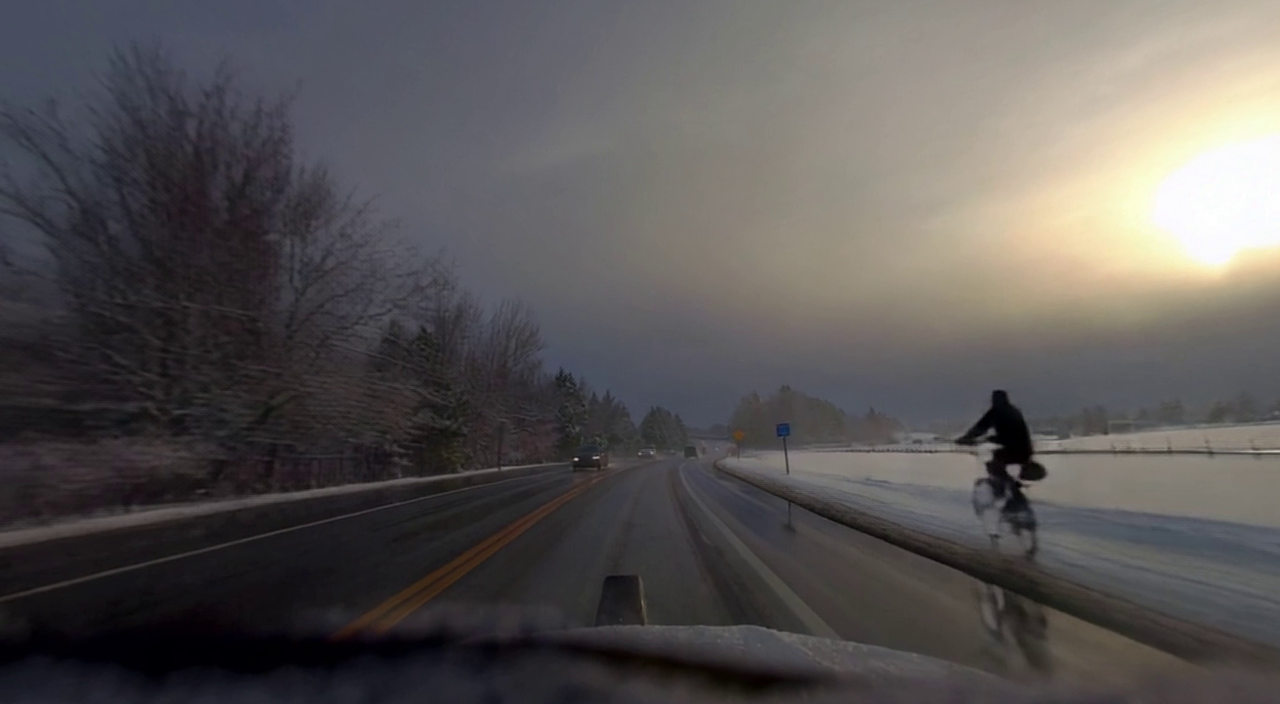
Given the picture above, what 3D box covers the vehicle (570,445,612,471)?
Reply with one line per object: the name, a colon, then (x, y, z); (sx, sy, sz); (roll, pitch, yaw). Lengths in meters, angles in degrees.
vehicle: (-3.076, 6.814, 40.768); (2.049, 1.566, 4.387); (-1, -8, 5)
